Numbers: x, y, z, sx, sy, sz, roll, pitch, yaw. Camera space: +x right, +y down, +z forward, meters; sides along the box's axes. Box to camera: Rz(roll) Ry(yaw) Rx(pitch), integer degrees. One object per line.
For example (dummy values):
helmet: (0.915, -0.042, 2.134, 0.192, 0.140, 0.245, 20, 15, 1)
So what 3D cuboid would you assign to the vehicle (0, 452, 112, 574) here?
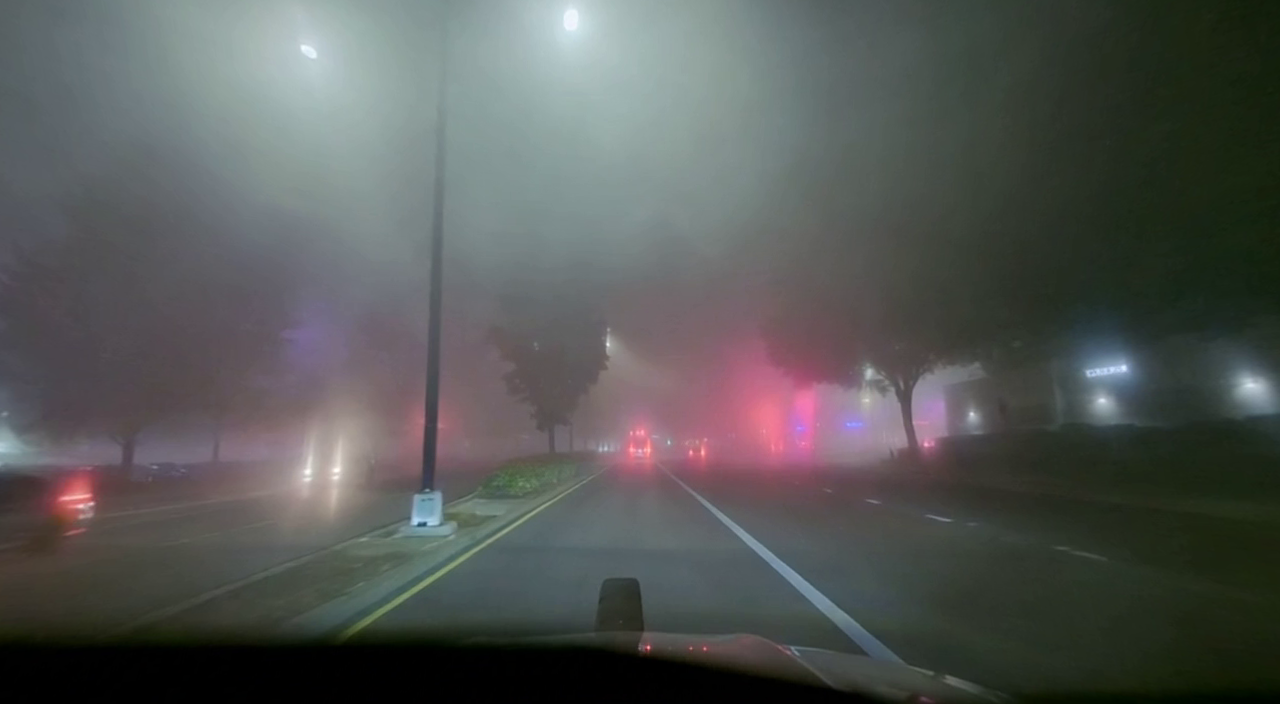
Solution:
vehicle: (-8.843, 1.905, 7.164, 1.939, 1.470, 4.366, 0, -9, 0)

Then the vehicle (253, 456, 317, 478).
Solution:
vehicle: (-26.234, 8.531, 46.915, 1.815, 1.470, 4.581, -1, -8, 4)

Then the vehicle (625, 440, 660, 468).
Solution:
vehicle: (0.122, 6.469, 40.198, 2.100, 1.683, 4.231, 0, -8, -1)

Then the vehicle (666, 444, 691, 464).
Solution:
vehicle: (3.021, 8.054, 49.974, 1.685, 1.441, 3.795, 0, -8, -1)

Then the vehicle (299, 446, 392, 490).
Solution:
vehicle: (-13.047, 5.110, 28.345, 1.953, 1.778, 4.482, 0, -8, 0)
